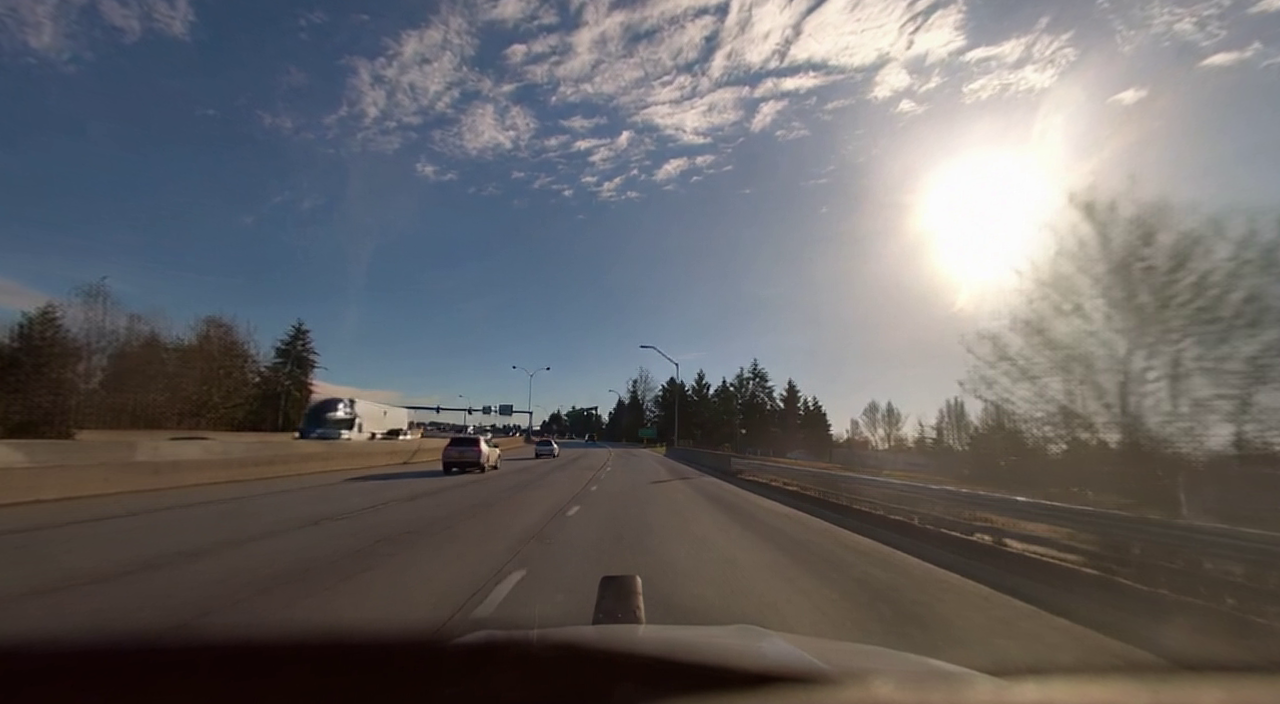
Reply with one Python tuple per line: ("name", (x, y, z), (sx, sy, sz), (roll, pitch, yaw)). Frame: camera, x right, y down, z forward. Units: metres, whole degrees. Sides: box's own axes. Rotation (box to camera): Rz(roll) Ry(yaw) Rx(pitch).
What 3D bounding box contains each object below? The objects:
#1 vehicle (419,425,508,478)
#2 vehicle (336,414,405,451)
("vehicle", (-6.874, 3.906, 25.075), (2.188, 1.896, 4.810), (0, -8, -1))
("vehicle", (-18.942, 5.710, 44.511), (2.308, 2.474, 5.555), (0, -8, 1))
